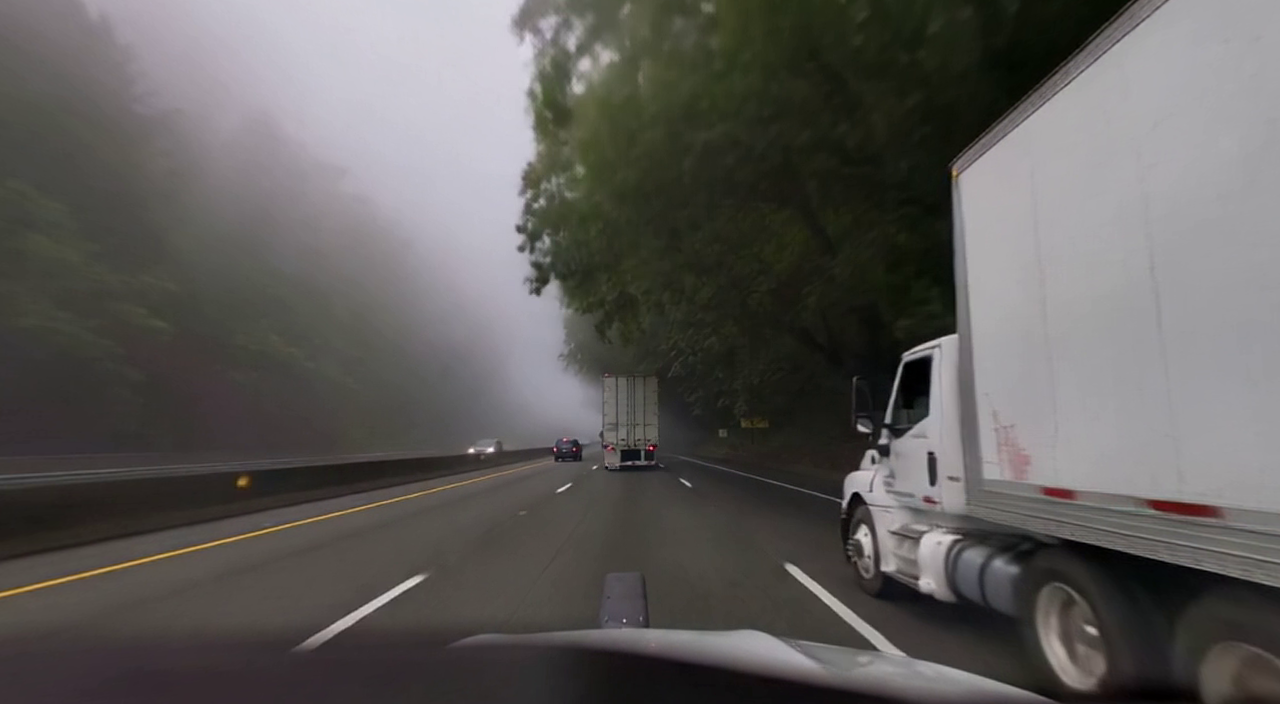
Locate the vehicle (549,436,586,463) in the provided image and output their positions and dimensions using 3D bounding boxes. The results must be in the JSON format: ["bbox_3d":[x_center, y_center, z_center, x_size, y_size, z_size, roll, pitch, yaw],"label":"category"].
[{"bbox_3d":[-5.085,6.889,44.648,2.086,1.778,4.544,0,-8,0],"label":"vehicle"}]

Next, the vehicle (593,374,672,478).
[{"bbox_3d":[-0.397,3.517,29.036,2.969,3.957,10.270,0,-8,-1],"label":"vehicle"}]
